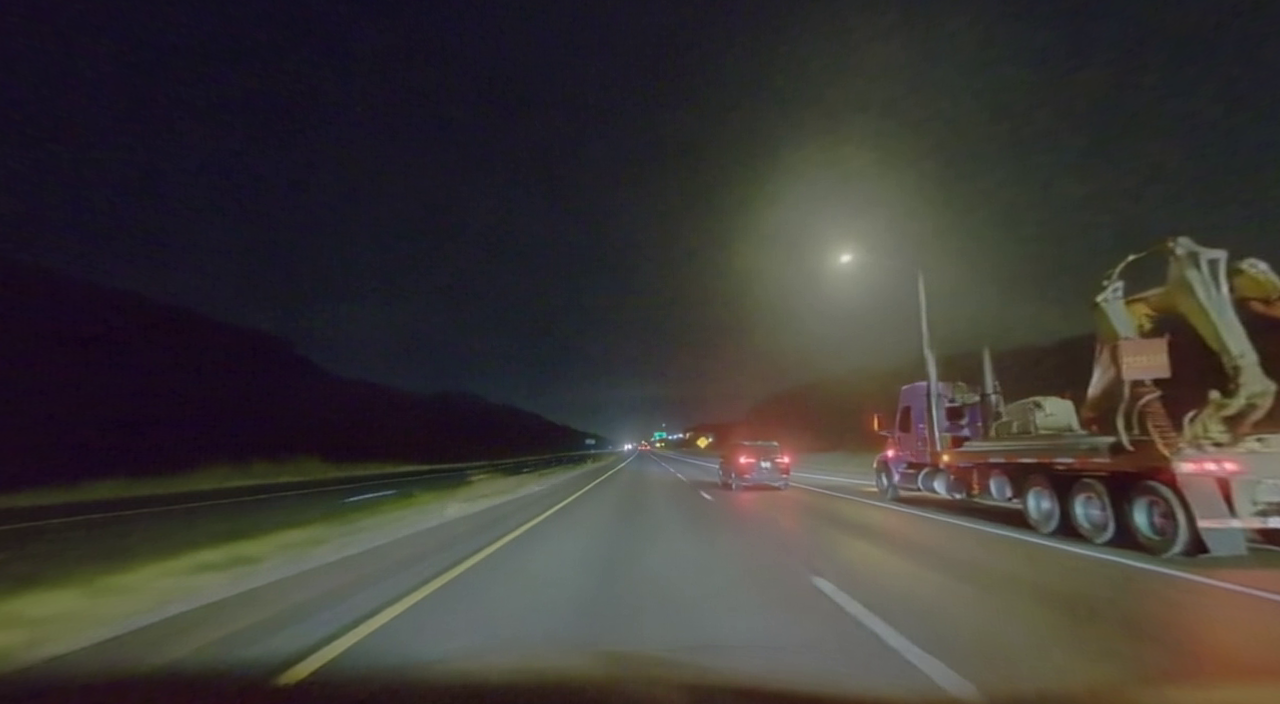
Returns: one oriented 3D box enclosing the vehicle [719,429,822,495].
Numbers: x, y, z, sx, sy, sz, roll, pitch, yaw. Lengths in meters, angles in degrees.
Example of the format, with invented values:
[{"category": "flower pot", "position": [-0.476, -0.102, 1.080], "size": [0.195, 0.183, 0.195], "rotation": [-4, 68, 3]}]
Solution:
[{"category": "vehicle", "position": [4.336, 3.782, 21.995], "size": [2.309, 2.003, 5.139], "rotation": [0, -9, -2]}]
